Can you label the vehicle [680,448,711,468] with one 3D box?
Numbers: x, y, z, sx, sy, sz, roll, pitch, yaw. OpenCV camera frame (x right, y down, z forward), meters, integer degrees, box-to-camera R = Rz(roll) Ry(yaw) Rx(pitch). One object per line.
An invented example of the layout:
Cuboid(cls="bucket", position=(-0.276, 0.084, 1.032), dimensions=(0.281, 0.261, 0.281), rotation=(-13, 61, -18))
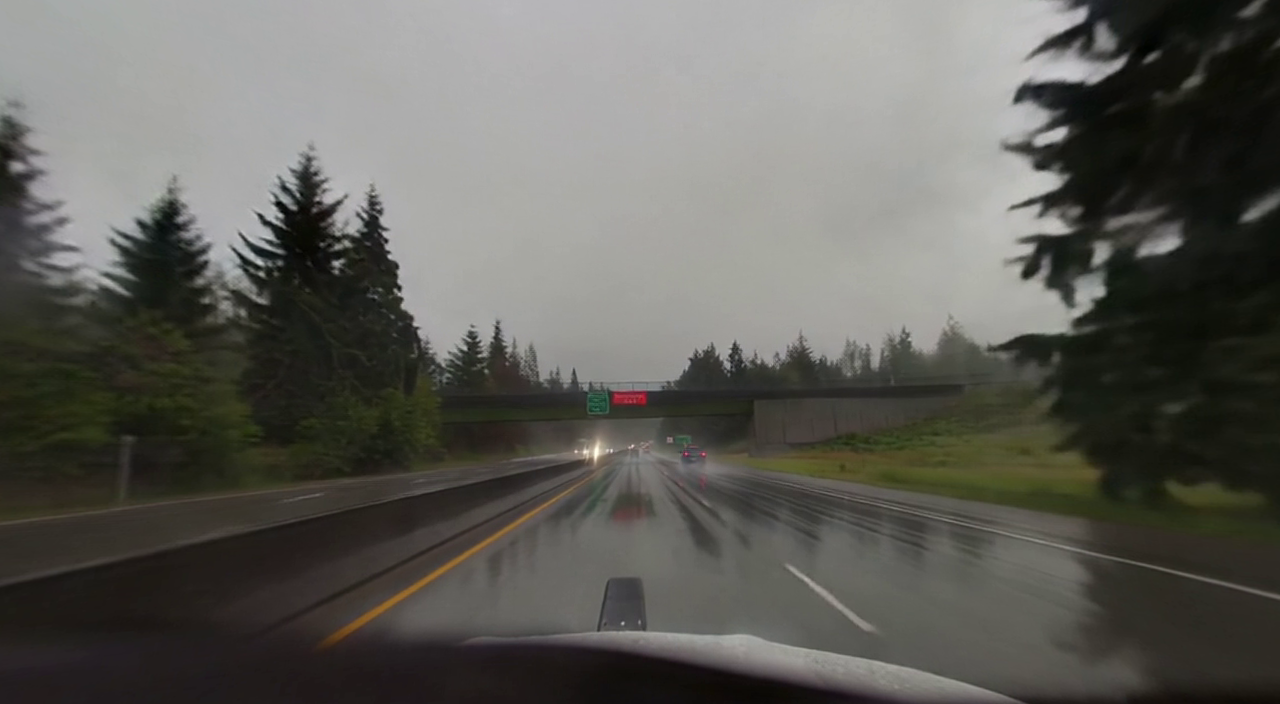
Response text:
Cuboid(cls="vehicle", position=(4.335, 8.328, 49.704), dimensions=(1.987, 1.473, 4.244), rotation=(0, -9, 0))
